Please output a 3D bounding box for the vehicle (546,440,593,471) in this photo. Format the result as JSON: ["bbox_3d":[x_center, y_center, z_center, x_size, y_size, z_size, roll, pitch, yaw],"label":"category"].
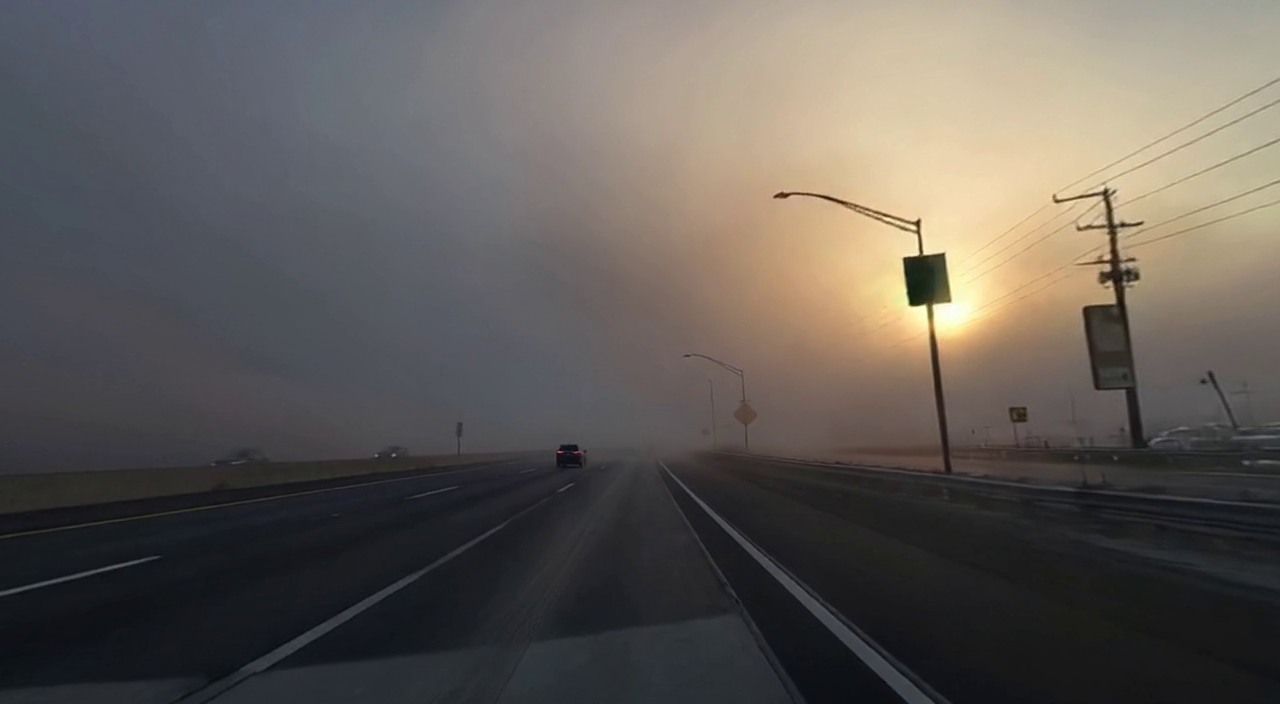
[{"bbox_3d":[-3.663,5.480,33.664,1.940,1.479,4.545,0,-8,1],"label":"vehicle"}]

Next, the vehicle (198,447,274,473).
[{"bbox_3d":[-25.415,6.796,39.937,1.810,1.480,4.357,0,-9,1],"label":"vehicle"}]
